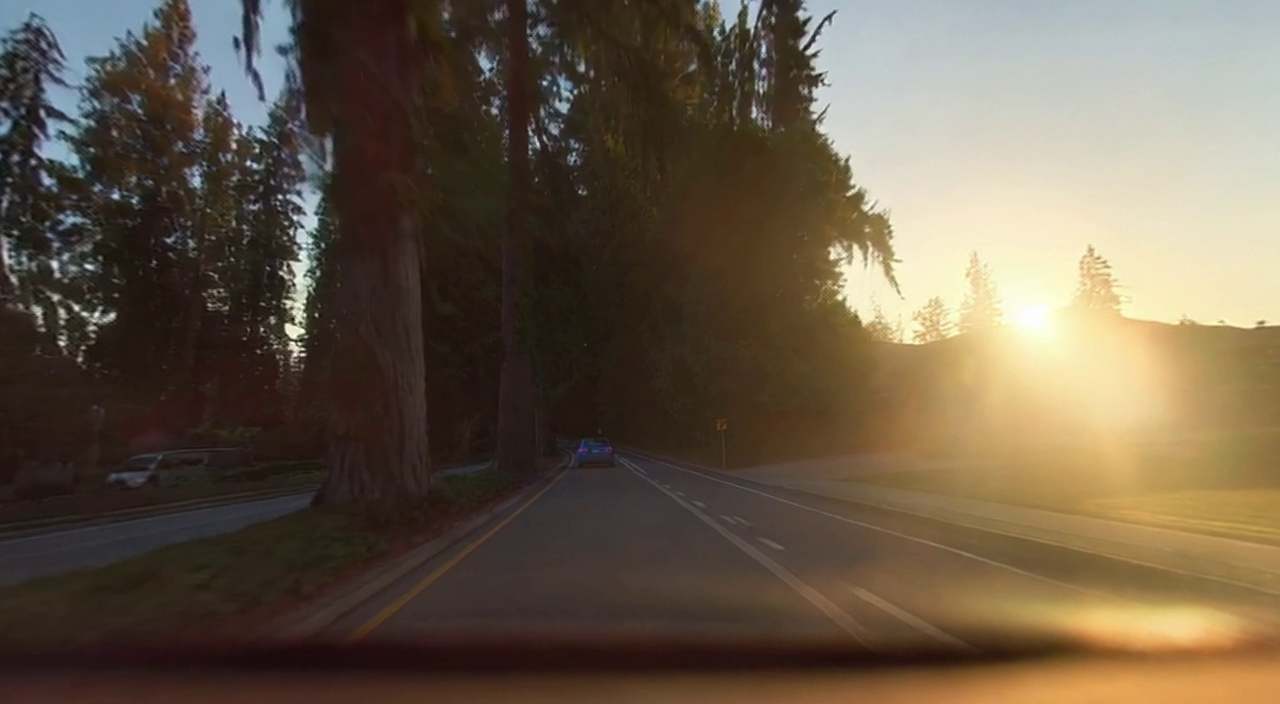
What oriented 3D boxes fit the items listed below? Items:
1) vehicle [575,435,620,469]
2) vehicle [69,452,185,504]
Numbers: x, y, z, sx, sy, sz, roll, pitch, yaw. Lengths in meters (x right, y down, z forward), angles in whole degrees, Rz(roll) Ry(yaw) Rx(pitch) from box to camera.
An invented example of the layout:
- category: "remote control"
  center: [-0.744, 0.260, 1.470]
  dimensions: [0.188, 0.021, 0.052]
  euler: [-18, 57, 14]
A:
- category: "vehicle"
  center: [-2.276, 5.273, 33.433]
  dimensions: [2.216, 1.708, 4.110]
  euler: [1, -8, -4]
- category: "vehicle"
  center: [-23.782, 5.791, 29.602]
  dimensions: [2.076, 2.085, 5.241]
  euler: [2, -8, -14]
